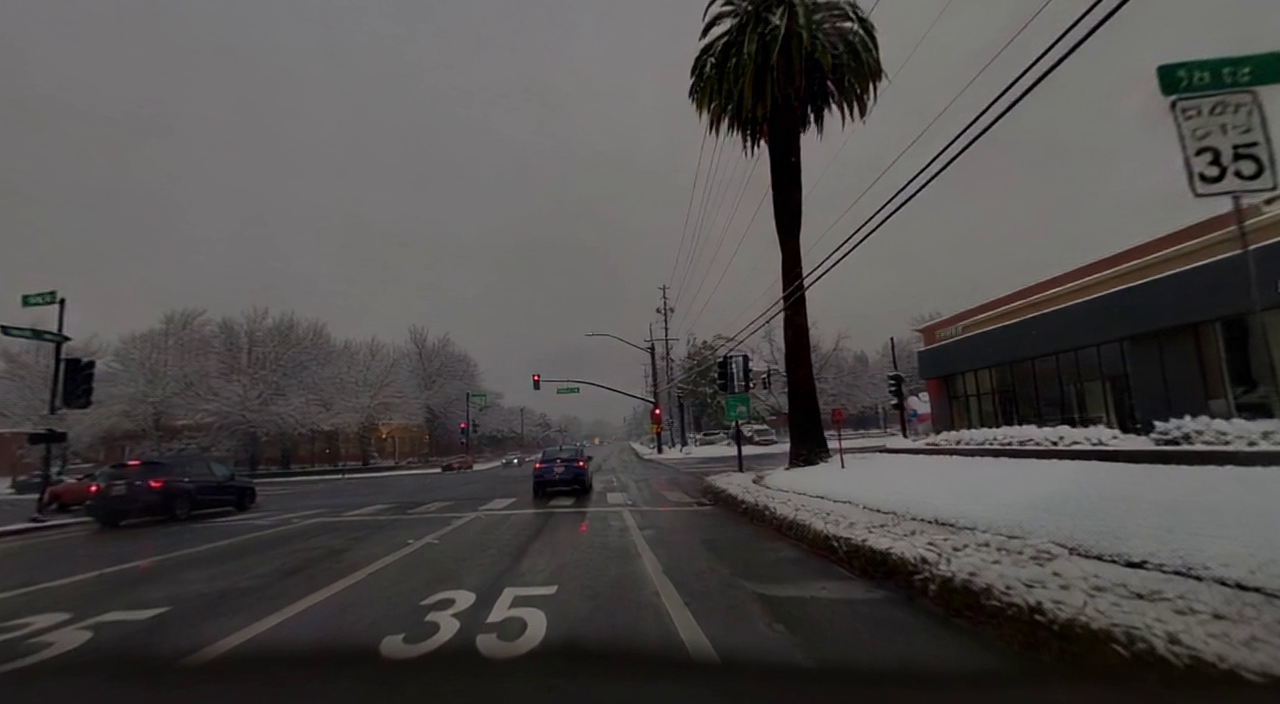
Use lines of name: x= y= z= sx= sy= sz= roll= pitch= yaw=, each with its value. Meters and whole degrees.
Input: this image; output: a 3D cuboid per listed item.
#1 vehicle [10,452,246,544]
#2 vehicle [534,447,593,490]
vehicle: x=-12.147 y=3.415 z=15.570 sx=2.050 sy=1.811 sz=4.752 roll=0 pitch=-9 yaw=-4
vehicle: x=-2.867 y=4.457 z=24.614 sx=2.063 sy=1.474 sz=4.334 roll=0 pitch=-9 yaw=-4
